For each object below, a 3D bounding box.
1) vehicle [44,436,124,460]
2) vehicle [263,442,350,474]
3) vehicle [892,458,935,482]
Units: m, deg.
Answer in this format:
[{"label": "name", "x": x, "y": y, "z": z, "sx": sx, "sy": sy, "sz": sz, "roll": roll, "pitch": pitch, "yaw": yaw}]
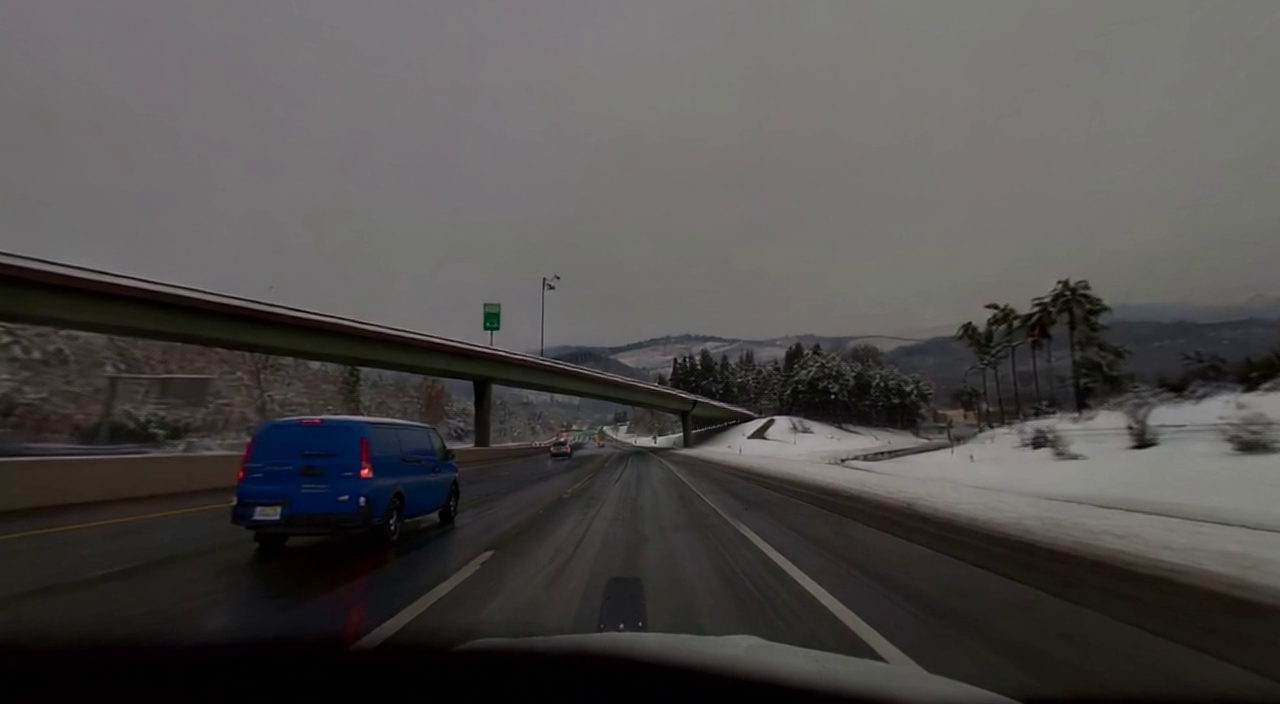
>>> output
[{"label": "vehicle", "x": -40.728, "y": 7.023, "z": 46.112, "sx": 2.089, "sy": 1.672, "sz": 4.546, "roll": 1, "pitch": -8, "yaw": -8}, {"label": "vehicle", "x": -16.278, "y": 5.176, "z": 30.942, "sx": 1.851, "sy": 1.443, "sz": 4.473, "roll": 0, "pitch": -8, "yaw": 0}, {"label": "vehicle", "x": 21.648, "y": 9.348, "z": 49.882, "sx": 2.048, "sy": 1.716, "sz": 4.390, "roll": -2, "pitch": -8, "yaw": 10}]
